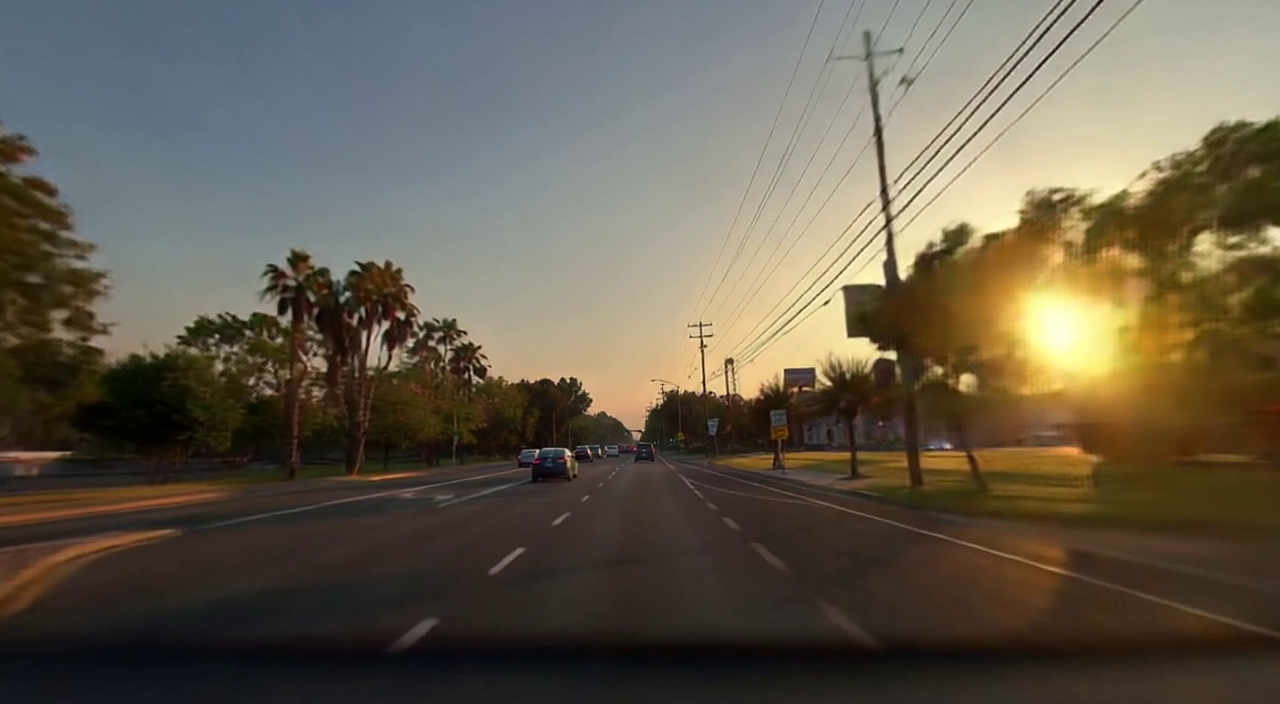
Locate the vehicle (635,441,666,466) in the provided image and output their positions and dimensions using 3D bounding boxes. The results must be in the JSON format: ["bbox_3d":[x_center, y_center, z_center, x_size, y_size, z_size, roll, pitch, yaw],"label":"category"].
[{"bbox_3d":[0.748,7.398,46.042,2.155,1.781,3.977,0,-9,0],"label":"vehicle"}]

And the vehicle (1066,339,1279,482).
[{"bbox_3d":[19.729,2.027,22.204,2.923,4.081,8.860,-2,-6,-1],"label":"vehicle"}]

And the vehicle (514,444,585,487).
[{"bbox_3d":[-3.295,4.219,23.724,1.982,1.451,4.152,0,-9,1],"label":"vehicle"}]
